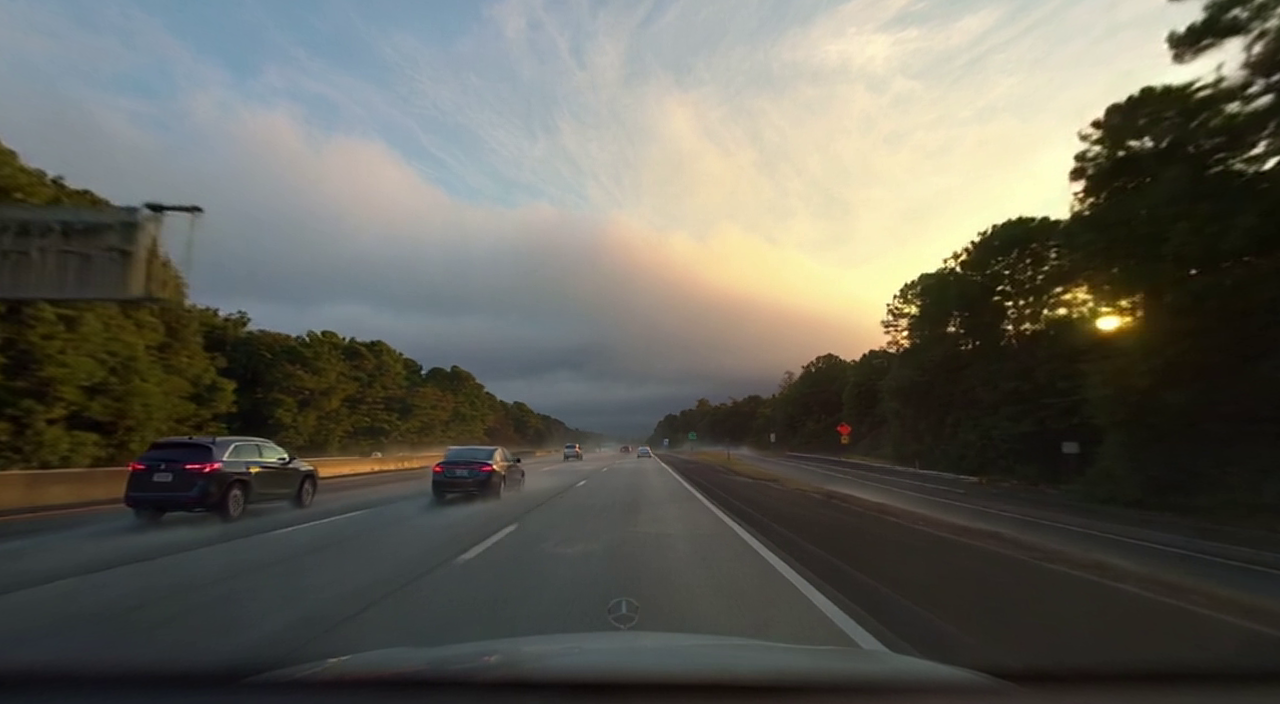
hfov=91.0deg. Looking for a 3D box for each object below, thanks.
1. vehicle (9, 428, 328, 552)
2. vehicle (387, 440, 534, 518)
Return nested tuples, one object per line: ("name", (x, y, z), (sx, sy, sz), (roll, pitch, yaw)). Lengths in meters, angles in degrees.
("vehicle", (-7.269, 2.139, 10.427), (2.007, 1.616, 4.141), (0, -9, 1))
("vehicle", (-4.072, 2.957, 15.246), (2.104, 1.558, 4.639), (0, -9, 1))
